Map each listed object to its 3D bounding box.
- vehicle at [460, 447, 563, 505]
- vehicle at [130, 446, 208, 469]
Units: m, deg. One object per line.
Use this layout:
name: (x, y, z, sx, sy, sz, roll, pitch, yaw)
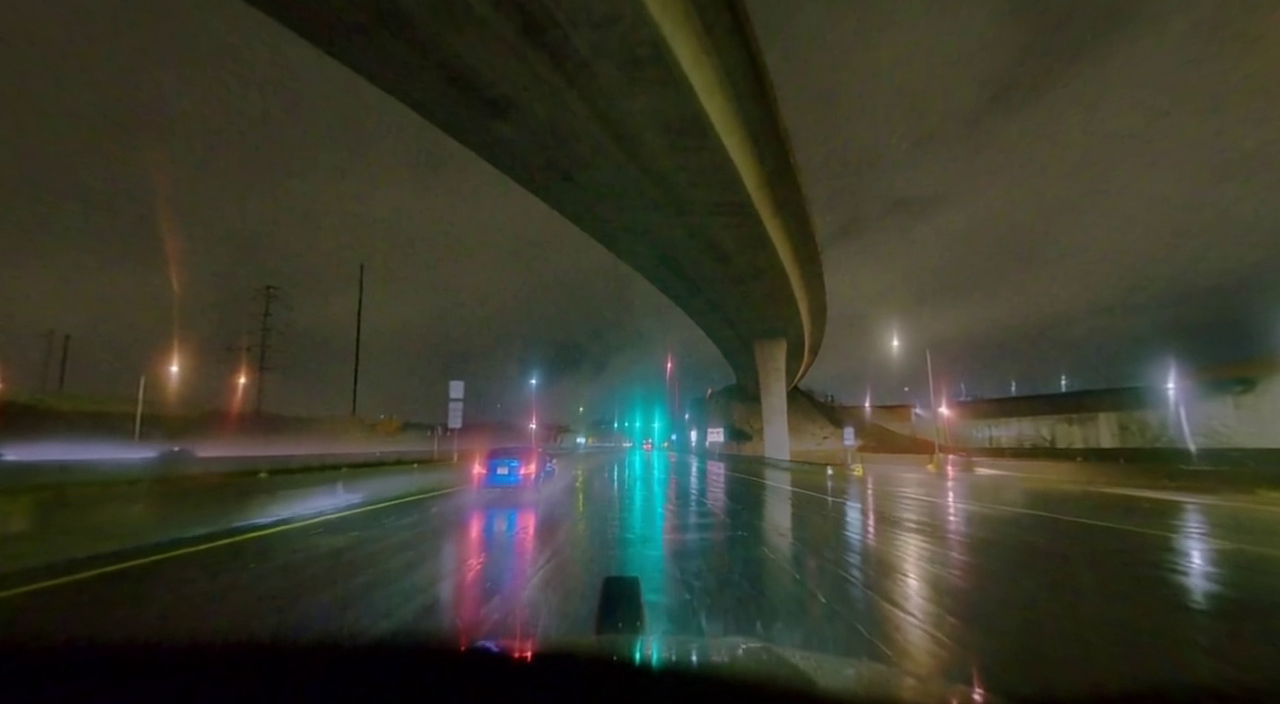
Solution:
vehicle: (-3.590, 3.533, 18.442, 2.044, 1.478, 4.114, 0, -9, 1)
vehicle: (-33.946, 7.585, 45.528, 1.882, 1.521, 4.666, 0, -9, 2)
